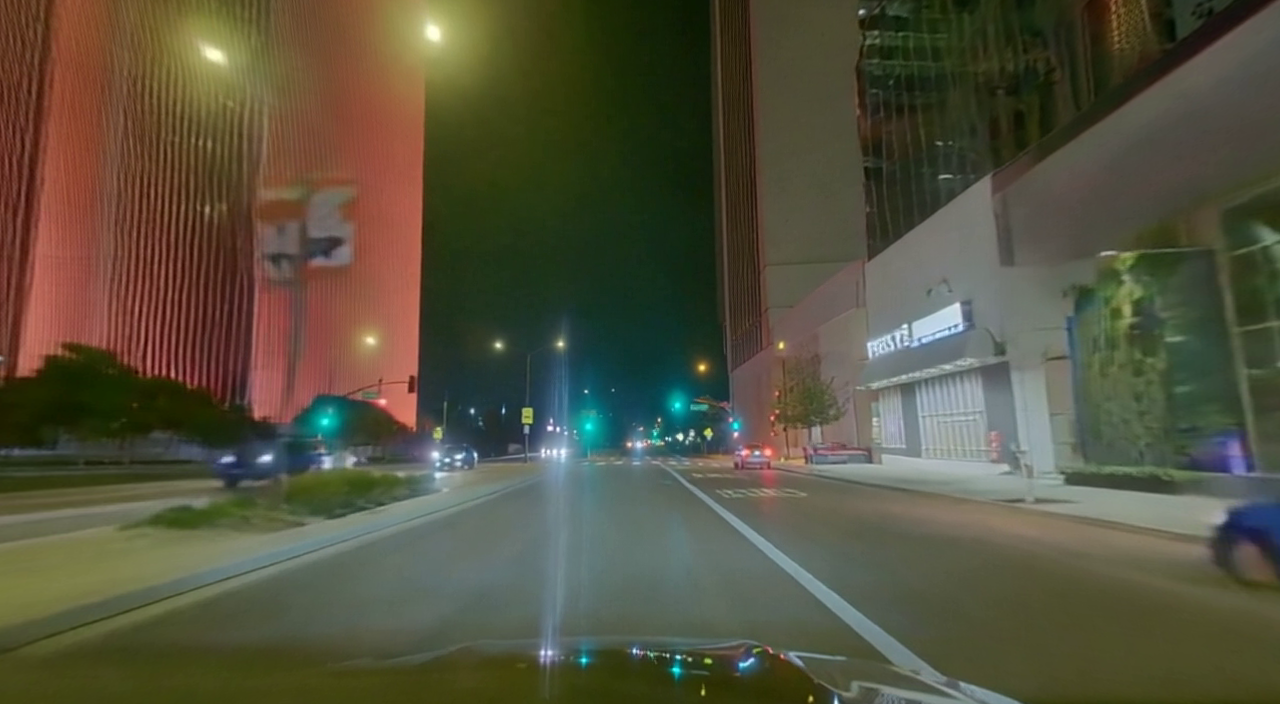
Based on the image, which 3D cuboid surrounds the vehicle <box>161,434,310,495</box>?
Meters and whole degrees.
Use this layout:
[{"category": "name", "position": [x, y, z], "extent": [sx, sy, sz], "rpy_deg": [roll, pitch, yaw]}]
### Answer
[{"category": "vehicle", "position": [-13.532, 3.763, 21.523], "extent": [1.922, 1.825, 4.777], "rpy_deg": [0, -9, 0]}]

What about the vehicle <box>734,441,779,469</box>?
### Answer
[{"category": "vehicle", "position": [7.282, 6.464, 39.673], "extent": [1.950, 1.686, 4.509], "rpy_deg": [0, -9, 0]}]

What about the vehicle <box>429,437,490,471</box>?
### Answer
[{"category": "vehicle", "position": [-10.350, 5.893, 36.410], "extent": [2.155, 1.830, 4.564], "rpy_deg": [0, -9, 0]}]

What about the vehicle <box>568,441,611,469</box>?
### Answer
[{"category": "vehicle", "position": [-2.822, 5.918, 36.311], "extent": [2.078, 1.471, 4.217], "rpy_deg": [0, -9, 0]}]
